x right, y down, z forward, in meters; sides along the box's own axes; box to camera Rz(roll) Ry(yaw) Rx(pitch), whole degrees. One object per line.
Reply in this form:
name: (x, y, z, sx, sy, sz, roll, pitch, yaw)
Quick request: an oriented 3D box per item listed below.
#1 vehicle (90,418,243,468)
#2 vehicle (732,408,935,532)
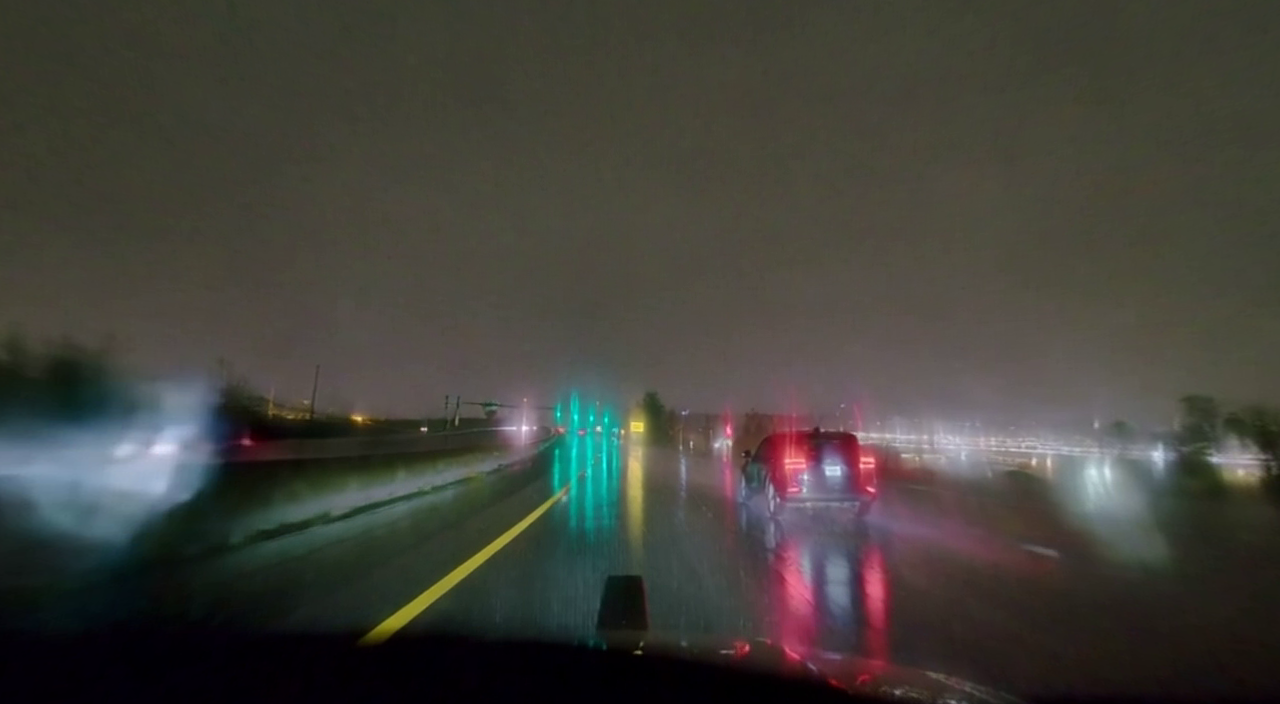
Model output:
vehicle: (-19.367, 3.786, 26.257, 2.204, 1.834, 5.549, 0, -8, -2)
vehicle: (3.023, 1.961, 10.988, 2.059, 1.715, 4.192, 0, -8, -2)
